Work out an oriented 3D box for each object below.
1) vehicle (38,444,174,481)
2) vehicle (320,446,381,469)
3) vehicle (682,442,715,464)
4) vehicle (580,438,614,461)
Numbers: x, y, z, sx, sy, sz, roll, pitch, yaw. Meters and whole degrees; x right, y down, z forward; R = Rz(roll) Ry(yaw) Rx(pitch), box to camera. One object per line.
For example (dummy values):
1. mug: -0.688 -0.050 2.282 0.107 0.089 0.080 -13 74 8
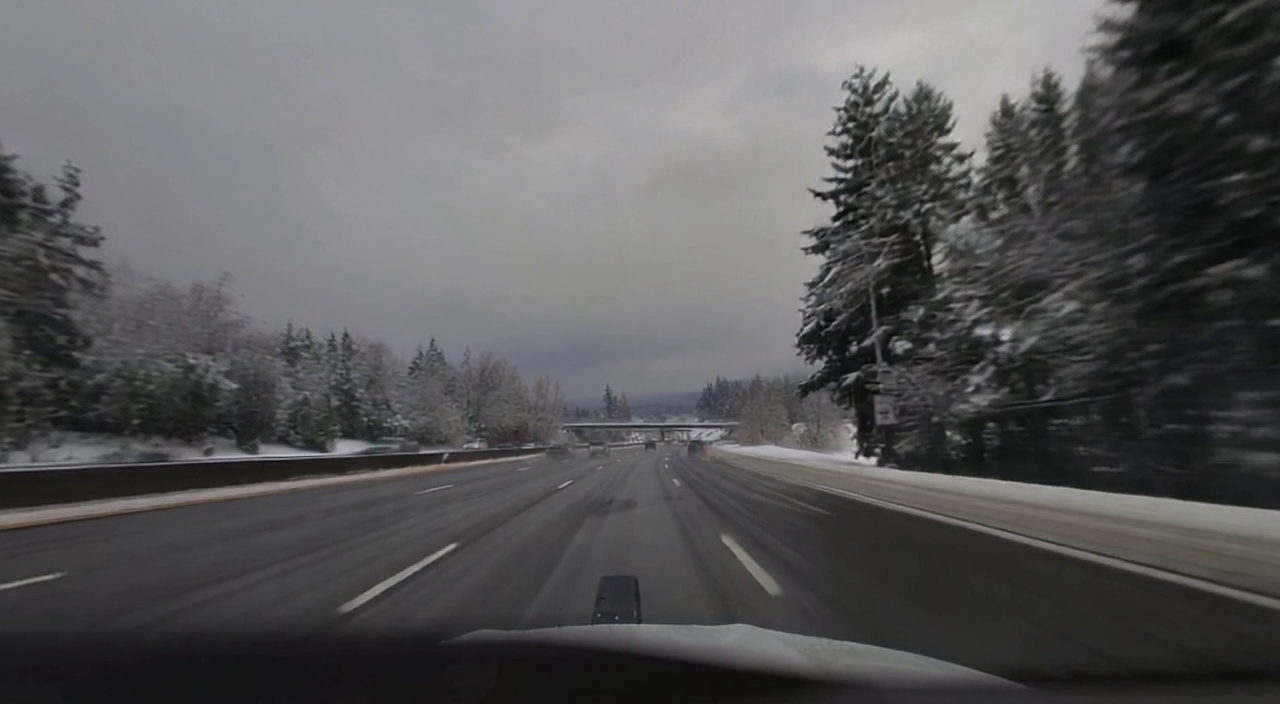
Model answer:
1. vehicle: -23.606 4.887 28.223 1.893 1.489 4.706 0 -8 1
2. vehicle: -19.289 7.038 42.325 1.834 1.450 4.462 0 -8 2
3. vehicle: 3.987 7.011 43.949 1.967 1.475 4.080 0 -8 1
4. vehicle: -3.291 7.563 49.016 2.179 1.693 4.204 0 -8 2
